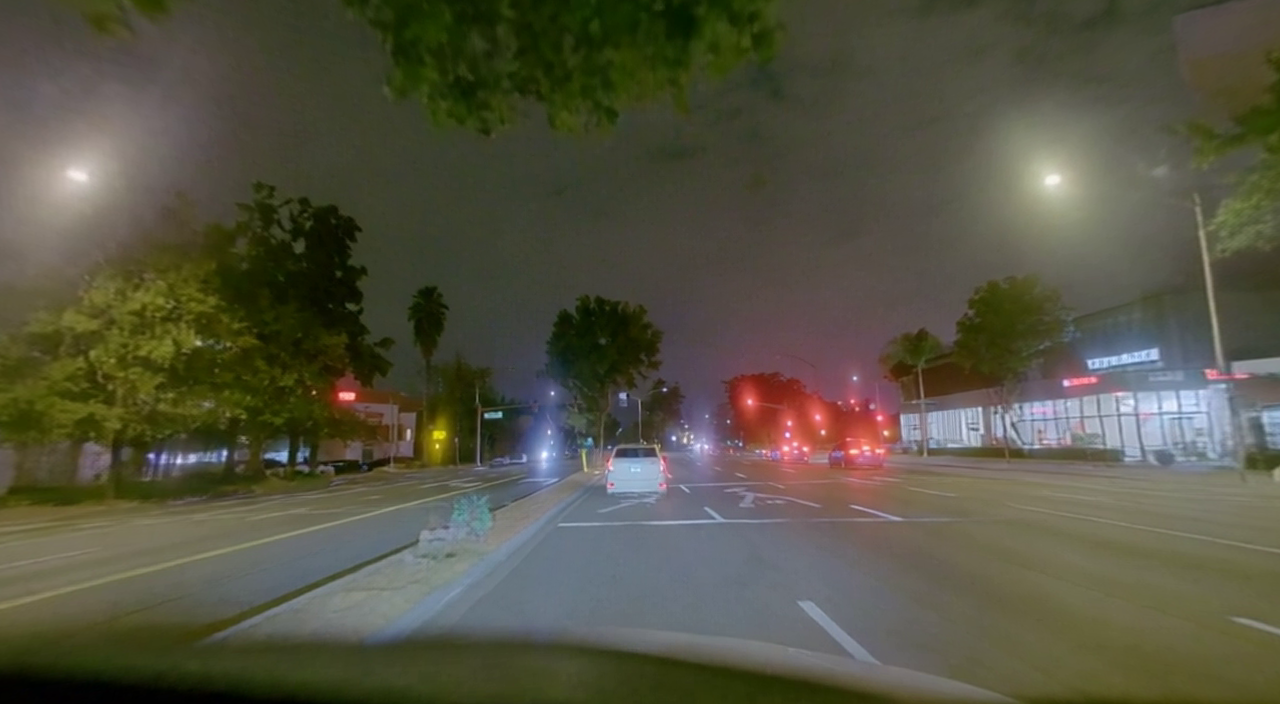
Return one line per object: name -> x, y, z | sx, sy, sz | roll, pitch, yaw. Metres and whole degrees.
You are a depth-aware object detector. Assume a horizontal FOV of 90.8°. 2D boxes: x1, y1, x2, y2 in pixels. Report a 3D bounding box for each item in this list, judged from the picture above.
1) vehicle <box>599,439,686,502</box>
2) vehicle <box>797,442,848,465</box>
vehicle -> 0.038, 3.106, 17.014 | 2.064, 1.477, 3.968 | 0, -9, -1
vehicle -> 12.652, 7.070, 44.145 | 2.059, 1.482, 4.568 | 0, -9, -1
